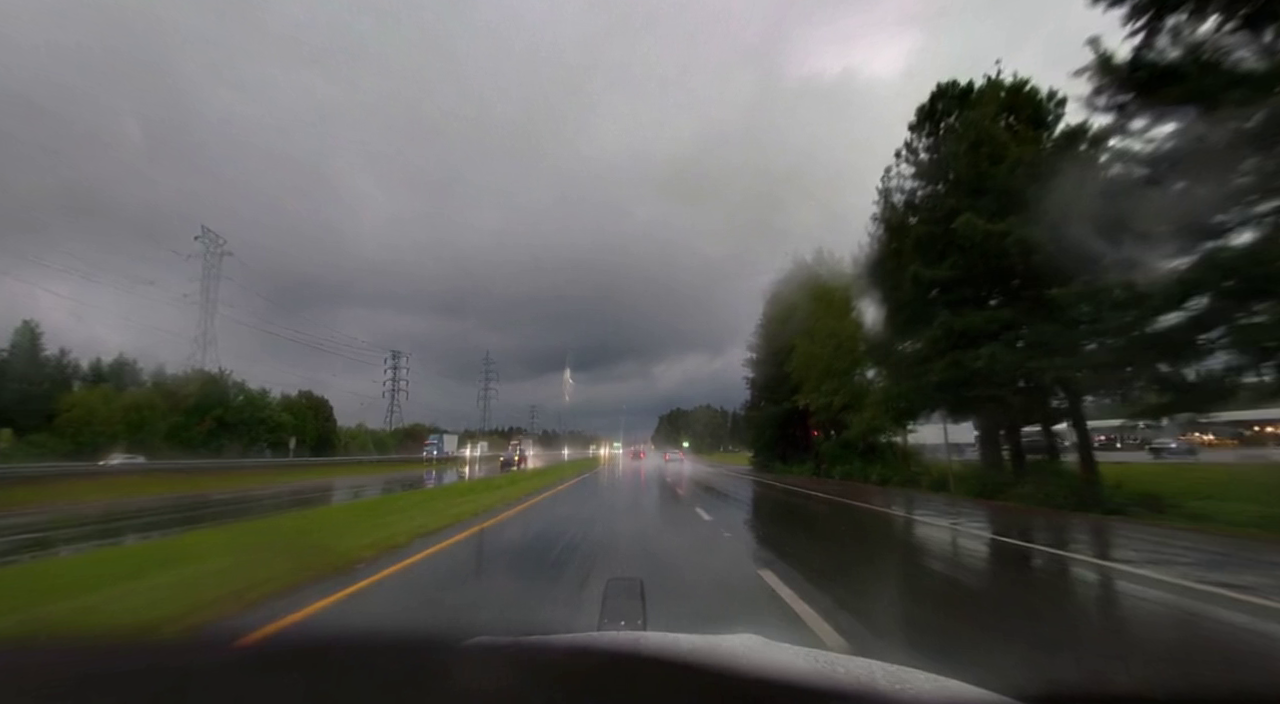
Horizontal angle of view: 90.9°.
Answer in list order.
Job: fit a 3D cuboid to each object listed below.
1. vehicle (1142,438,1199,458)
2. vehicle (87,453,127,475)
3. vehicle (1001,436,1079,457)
[{"bbox_3d":[40.590,7.323,48.172,4.671,1.458,1.880,6,-10,-33],"label":"vehicle"},{"bbox_3d":[-39.085,8.178,46.175,4.106,1.445,1.802,-9,-11,44],"label":"vehicle"},{"bbox_3d":[29.843,7.074,47.058,4.541,1.499,1.838,-8,-12,43],"label":"vehicle"}]
